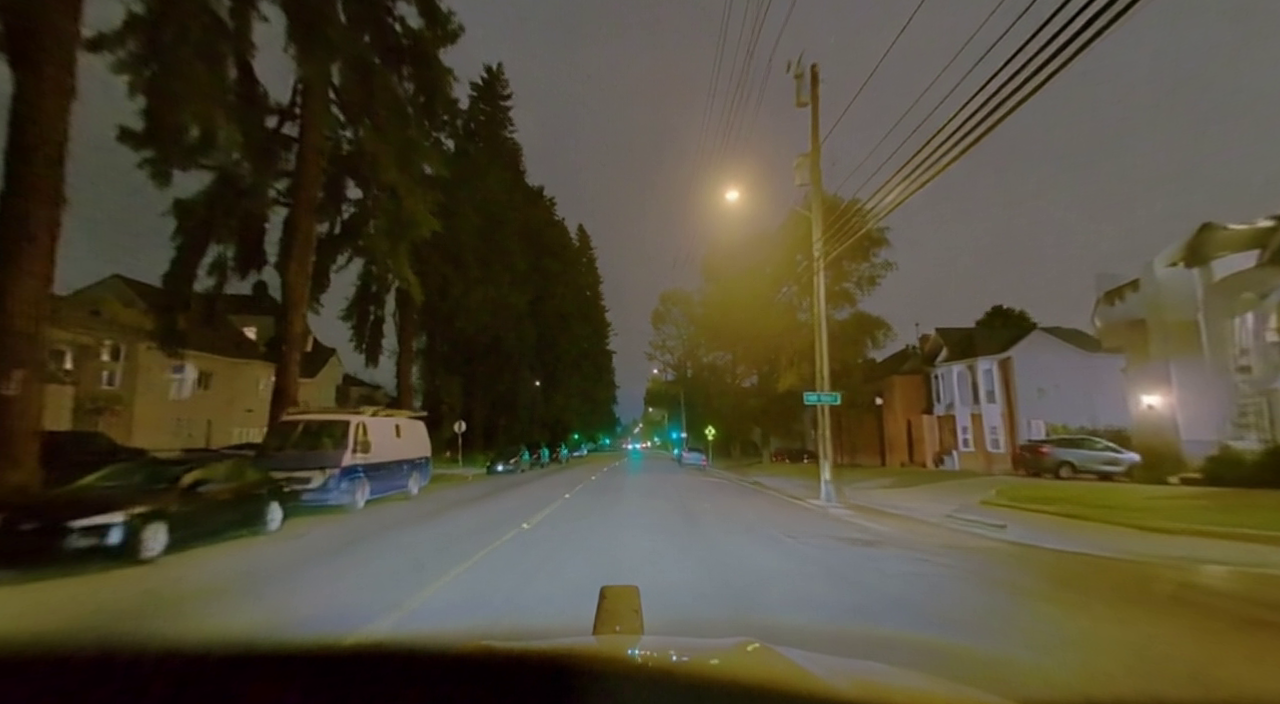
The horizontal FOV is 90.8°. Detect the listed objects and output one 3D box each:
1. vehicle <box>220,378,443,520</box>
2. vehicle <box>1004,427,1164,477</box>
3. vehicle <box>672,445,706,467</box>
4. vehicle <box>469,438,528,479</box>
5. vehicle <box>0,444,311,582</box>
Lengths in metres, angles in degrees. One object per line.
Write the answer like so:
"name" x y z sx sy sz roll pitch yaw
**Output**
"vehicle" -6.815 2.332 15.050 2.439 2.724 5.647 0 -10 -1
"vehicle" 16.050 3.658 23.017 4.275 1.645 1.874 -1 -10 1
"vehicle" 3.290 7.058 43.064 1.869 1.453 4.237 0 -9 -2
"vehicle" -6.794 5.150 30.774 1.963 1.820 4.297 0 -9 -1
"vehicle" -6.695 2.104 8.956 1.846 1.427 4.260 -1 -10 -1
